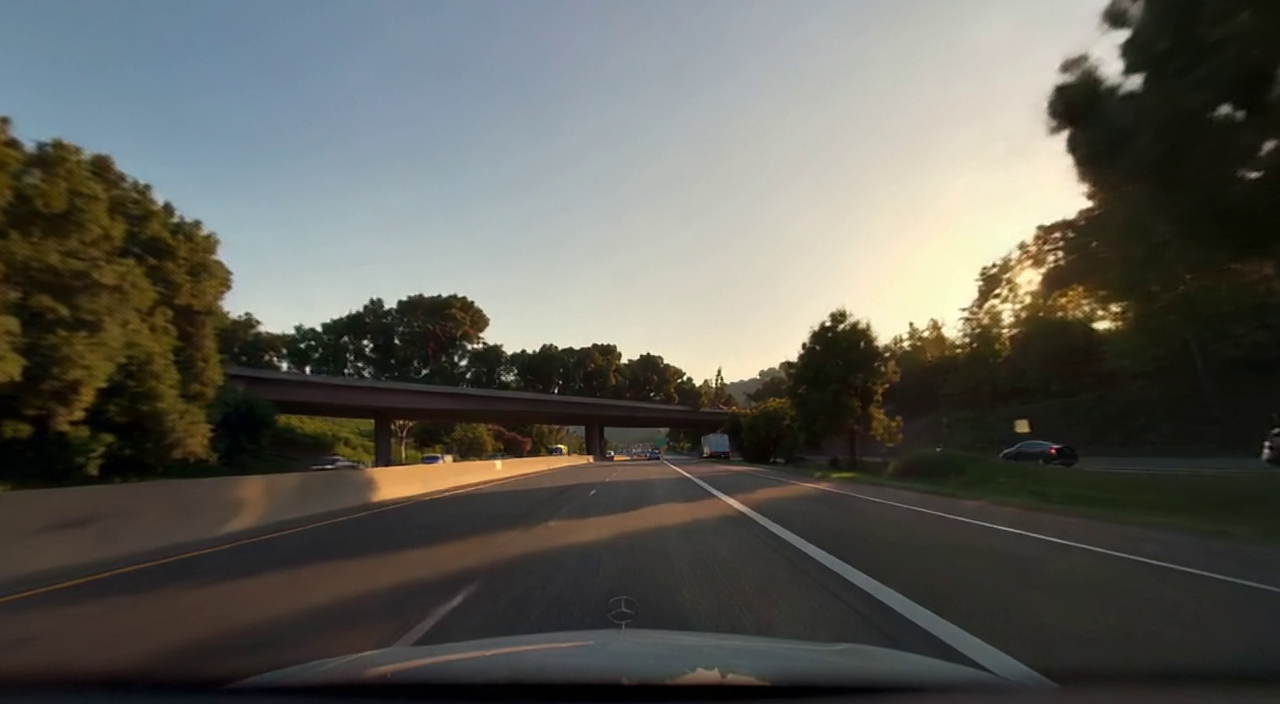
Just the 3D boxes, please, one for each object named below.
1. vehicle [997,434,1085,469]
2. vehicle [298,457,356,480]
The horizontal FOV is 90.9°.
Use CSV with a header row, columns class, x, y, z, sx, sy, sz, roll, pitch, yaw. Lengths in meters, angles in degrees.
class,x,y,z,sx,sy,sz,roll,pitch,yaw
vehicle,22.292,5.566,35.214,2.038,1.823,3.744,1,-9,-8
vehicle,-23.825,8.873,48.147,1.961,1.576,4.648,0,-9,2
